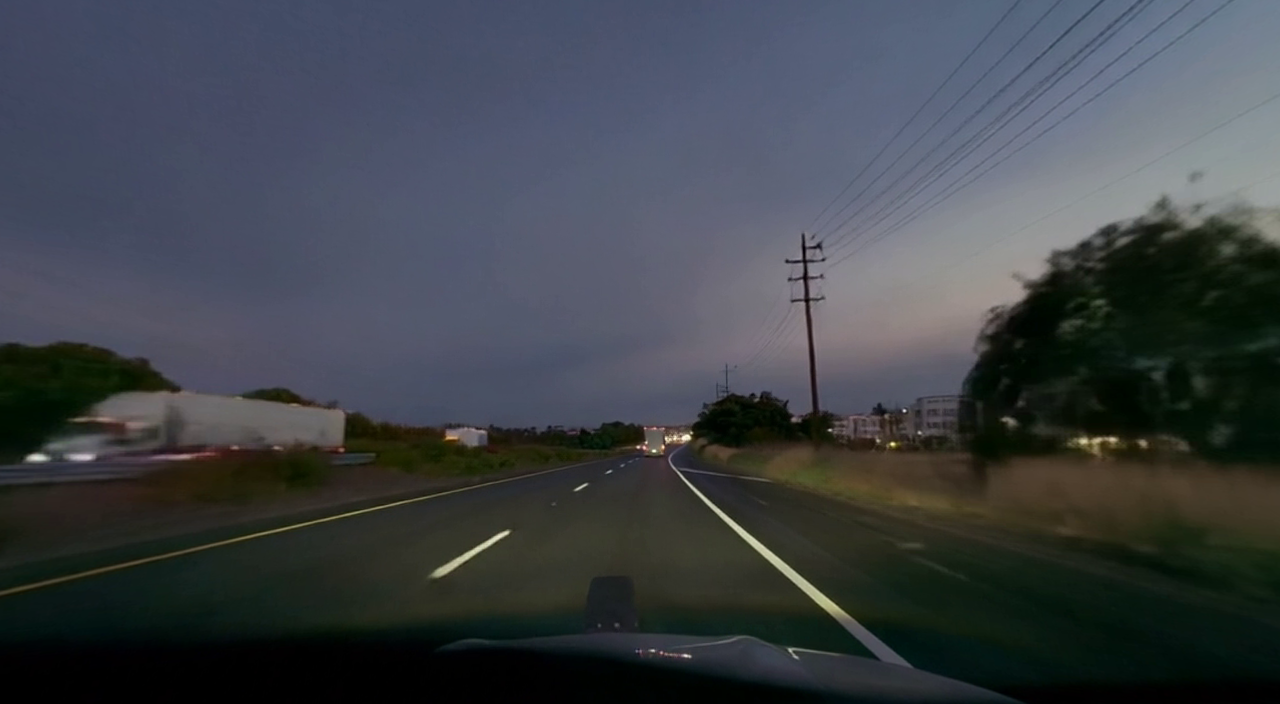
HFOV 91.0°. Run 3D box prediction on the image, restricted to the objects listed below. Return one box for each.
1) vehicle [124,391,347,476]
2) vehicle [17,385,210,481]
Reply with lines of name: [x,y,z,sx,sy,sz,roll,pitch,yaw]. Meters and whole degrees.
vehicle: [-23.846,5.266,39.340,2.946,4.200,16.128,-1,-9,1]
vehicle: [-24.076,3.866,29.435,2.983,3.913,6.652,-1,-9,1]
